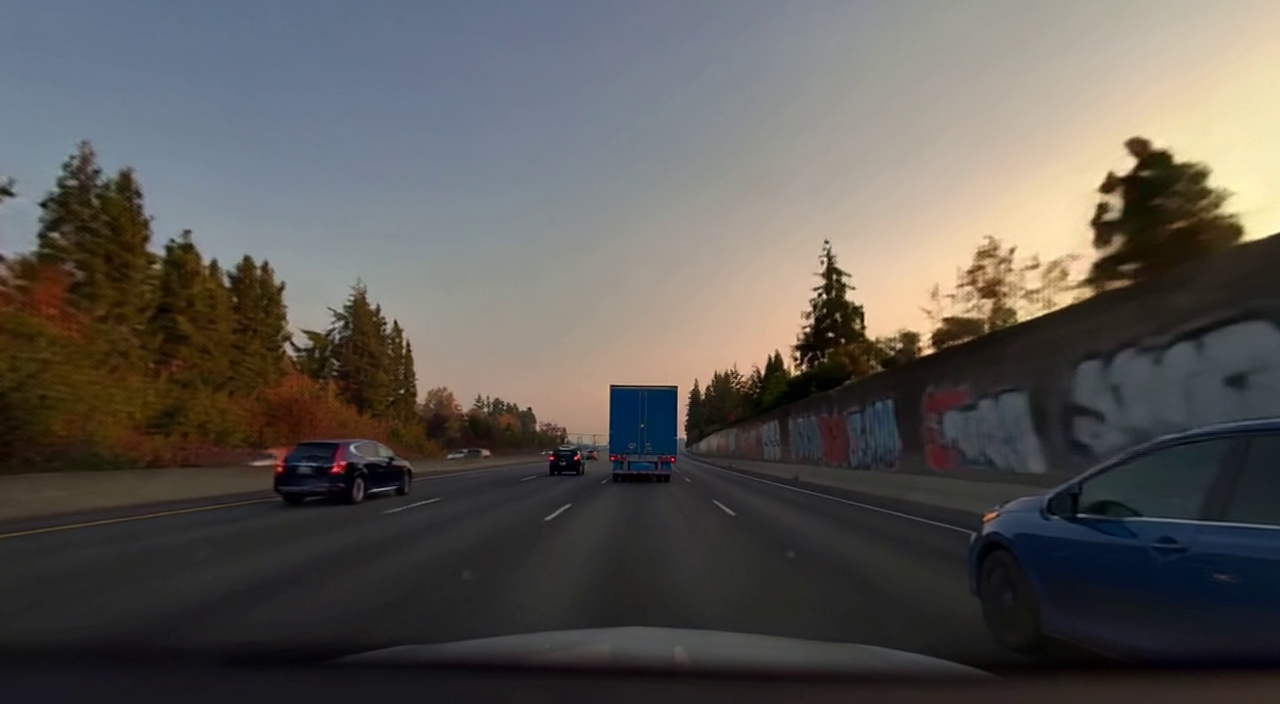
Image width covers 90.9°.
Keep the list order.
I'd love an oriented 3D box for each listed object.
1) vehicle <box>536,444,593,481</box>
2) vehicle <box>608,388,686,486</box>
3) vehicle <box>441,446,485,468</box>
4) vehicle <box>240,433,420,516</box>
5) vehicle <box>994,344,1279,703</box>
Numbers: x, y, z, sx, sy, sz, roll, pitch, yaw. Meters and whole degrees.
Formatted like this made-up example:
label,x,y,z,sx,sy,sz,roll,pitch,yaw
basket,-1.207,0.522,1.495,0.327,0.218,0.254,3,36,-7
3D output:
label,x,y,z,sx,sy,sz,roll,pitch,yaw
vehicle,-3.301,4.944,28.275,2.020,1.505,4.171,0,-9,1
vehicle,0.197,3.976,28.758,2.915,3.661,9.741,0,-9,-1
vehicle,-13.146,7.842,47.054,2.003,1.516,3.922,-1,-9,3
vehicle,-6.799,2.729,14.420,2.005,1.607,4.042,0,-9,1
vehicle,3.692,0.776,2.304,2.205,1.689,4.403,0,-9,0
